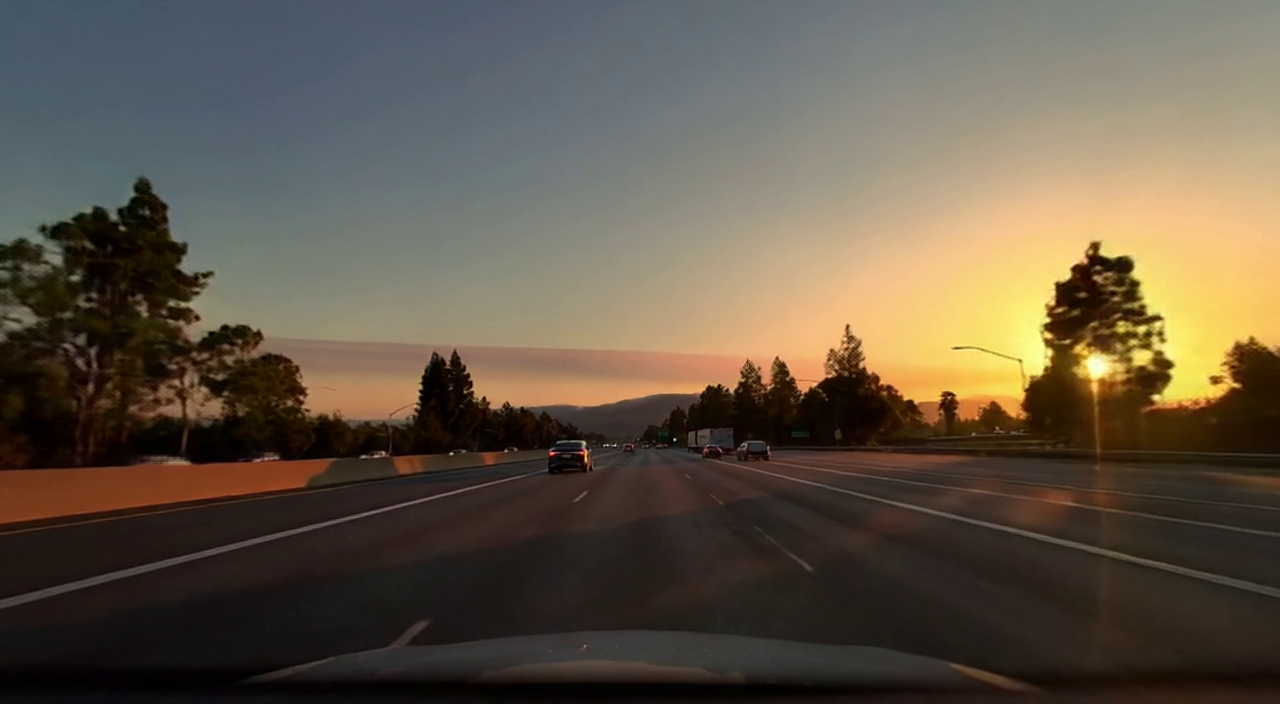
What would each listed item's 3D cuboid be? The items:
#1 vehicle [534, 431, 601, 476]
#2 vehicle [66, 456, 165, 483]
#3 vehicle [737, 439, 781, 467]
[{"bbox_3d":[-3.333,4.819,30.086,2.453,1.952,5.320,0,-8,1],"label":"vehicle"},{"bbox_3d":[-32.065,7.162,38.721,1.859,1.485,4.827,0,-8,1],"label":"vehicle"},{"bbox_3d":[7.674,6.521,40.991,2.063,1.706,4.259,0,-8,0],"label":"vehicle"}]
